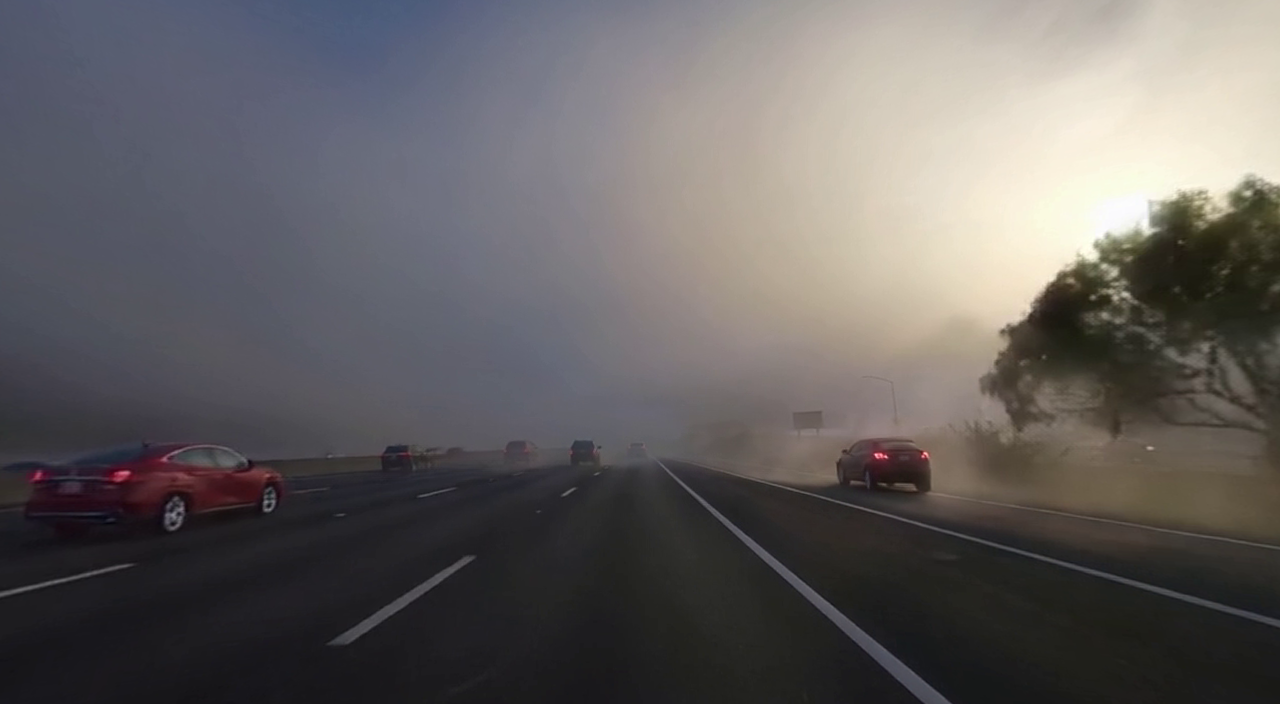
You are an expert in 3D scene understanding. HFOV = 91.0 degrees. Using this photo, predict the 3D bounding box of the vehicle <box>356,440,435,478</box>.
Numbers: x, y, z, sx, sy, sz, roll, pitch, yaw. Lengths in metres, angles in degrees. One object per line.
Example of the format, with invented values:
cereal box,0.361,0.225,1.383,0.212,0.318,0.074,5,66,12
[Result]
vehicle,-11.403,5.016,29.705,1.958,1.633,4.302,0,-9,0

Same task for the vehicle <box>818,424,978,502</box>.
vehicle,6.827,3.015,17.424,2.259,1.816,4.862,0,-9,-1

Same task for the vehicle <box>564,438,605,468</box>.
vehicle,-3.829,7.079,44.214,2.288,1.962,5.119,0,-9,1

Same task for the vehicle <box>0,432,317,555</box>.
vehicle,-7.471,2.096,10.099,2.071,1.486,4.703,0,-9,0

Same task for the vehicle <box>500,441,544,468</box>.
vehicle,-7.911,6.925,42.678,2.087,1.755,4.457,0,-9,0
